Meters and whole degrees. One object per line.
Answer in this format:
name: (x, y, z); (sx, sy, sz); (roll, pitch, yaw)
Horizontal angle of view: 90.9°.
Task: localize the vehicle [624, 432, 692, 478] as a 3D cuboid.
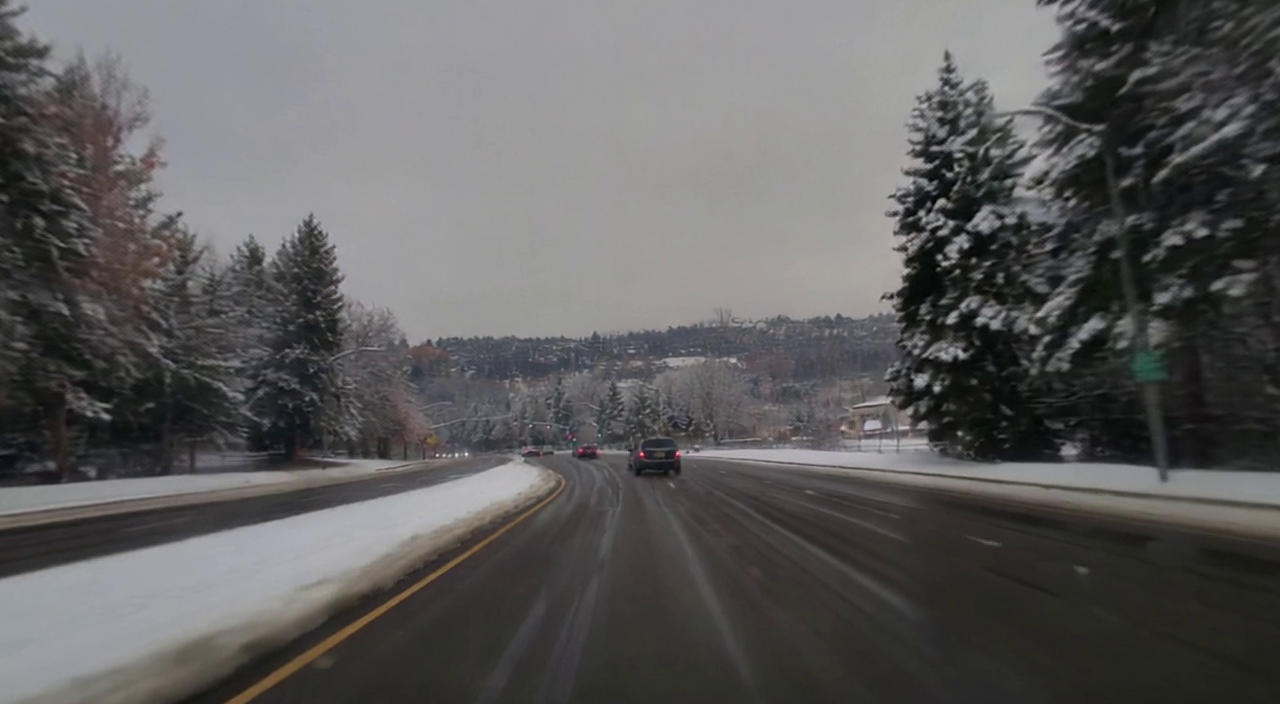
vehicle: (0.658, 4.357, 26.992); (2.253, 1.756, 4.313); (2, -8, -7)
